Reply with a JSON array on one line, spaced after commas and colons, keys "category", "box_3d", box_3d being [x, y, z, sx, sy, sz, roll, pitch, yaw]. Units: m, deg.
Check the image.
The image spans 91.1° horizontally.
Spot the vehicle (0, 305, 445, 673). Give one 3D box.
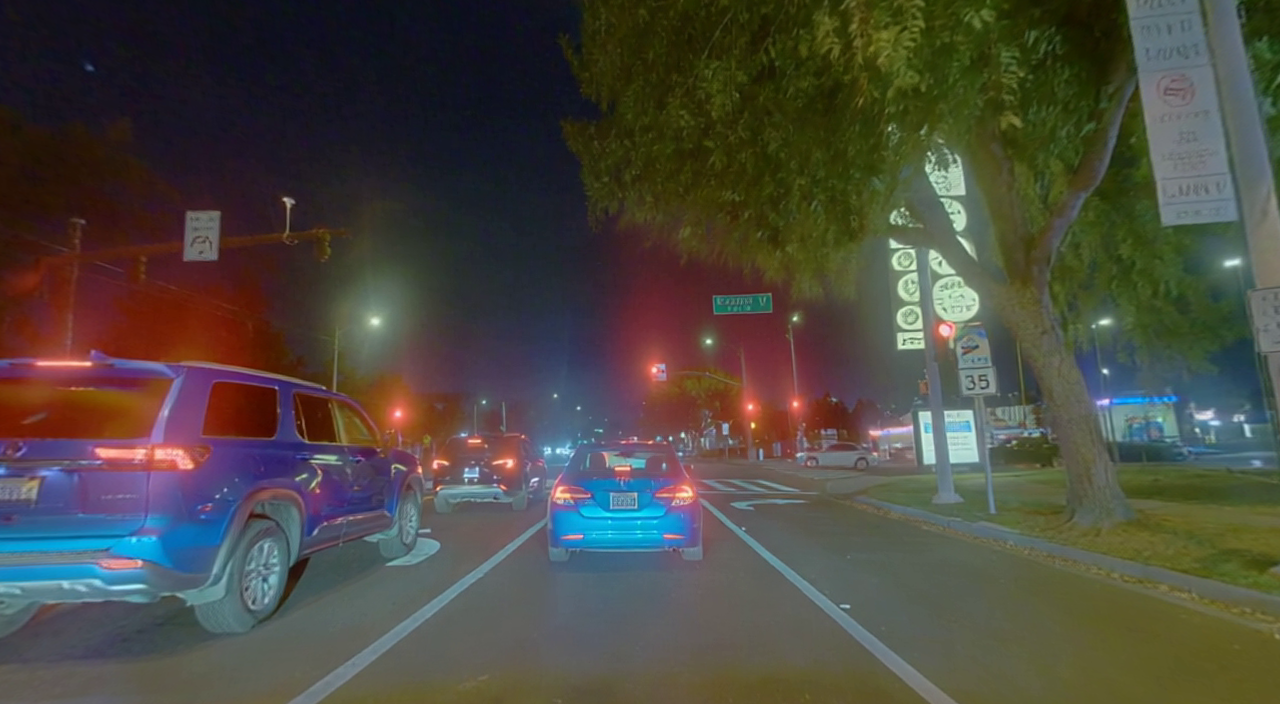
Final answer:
[{"category": "vehicle", "box_3d": [-3.825, 1.136, 6.206, 2.152, 2.118, 5.066, 0, -8, 0]}]

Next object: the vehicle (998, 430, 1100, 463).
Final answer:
[{"category": "vehicle", "box_3d": [22.472, 5.235, 34.679, 4.116, 1.719, 2.069, -2, -9, 10]}]

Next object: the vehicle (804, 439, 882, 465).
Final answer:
[{"category": "vehicle", "box_3d": [11.565, 5.748, 36.045, 3.924, 1.447, 2.039, -1, -9, 8]}]

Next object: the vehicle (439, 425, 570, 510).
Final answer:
[{"category": "vehicle", "box_3d": [-2.931, 2.604, 14.604, 2.047, 1.664, 4.148, 0, -8, 1]}]

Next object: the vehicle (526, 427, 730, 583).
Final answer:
[{"category": "vehicle", "box_3d": [-0.158, 1.790, 8.197, 1.966, 1.481, 4.146, 0, -8, -1]}]
